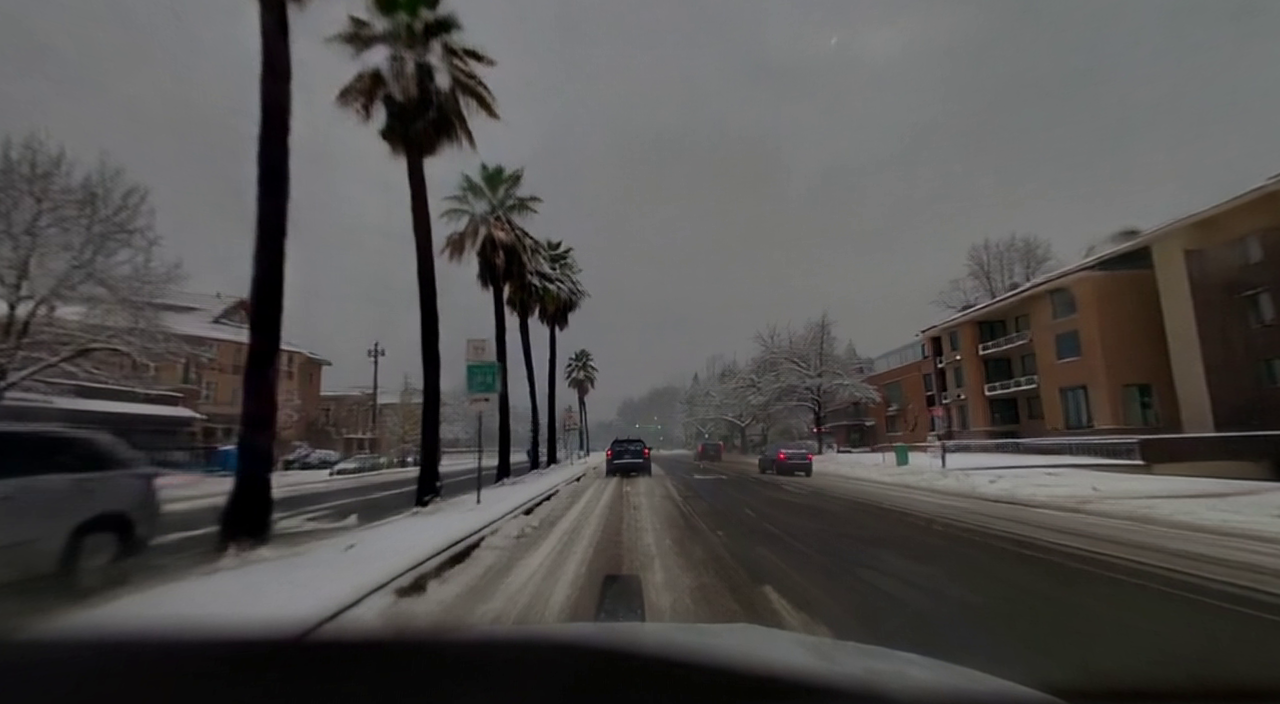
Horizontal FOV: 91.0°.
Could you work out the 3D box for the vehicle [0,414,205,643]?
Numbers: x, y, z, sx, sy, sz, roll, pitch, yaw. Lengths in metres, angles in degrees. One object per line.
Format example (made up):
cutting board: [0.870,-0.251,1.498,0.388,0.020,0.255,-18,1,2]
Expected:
vehicle: [-5.236,1.189,3.951,2.028,1.489,4.386,-3,-8,-2]

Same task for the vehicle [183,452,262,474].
vehicle: [-30.186,8.019,45.610,4.400,1.474,1.732,0,-9,-1]

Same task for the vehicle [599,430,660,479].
vehicle: [-0.426,4.195,25.965,2.277,1.816,4.192,0,-8,-1]

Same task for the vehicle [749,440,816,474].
vehicle: [6.659,4.944,29.949,1.975,1.483,4.769,0,-8,-1]

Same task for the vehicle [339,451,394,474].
vehicle: [-19.528,7.906,45.130,1.920,1.505,4.351,0,-8,2]
